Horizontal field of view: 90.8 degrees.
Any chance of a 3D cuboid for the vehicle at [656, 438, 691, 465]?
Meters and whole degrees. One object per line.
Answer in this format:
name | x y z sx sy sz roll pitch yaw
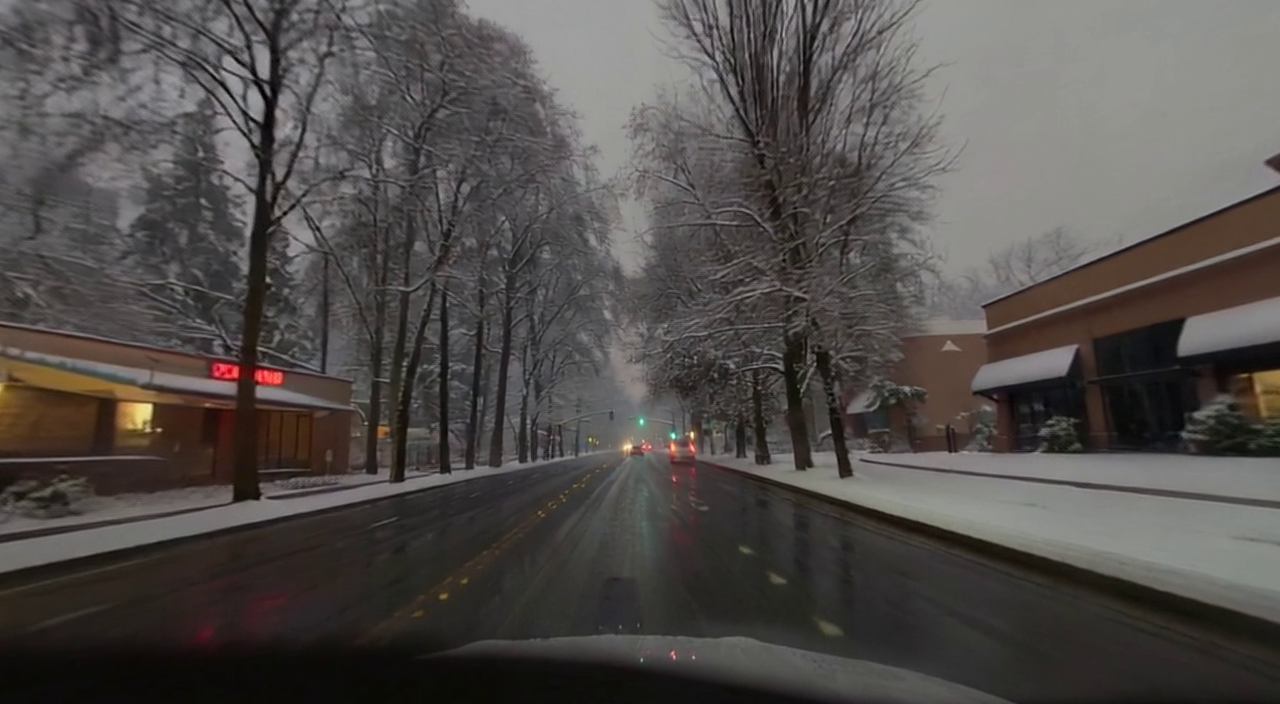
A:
vehicle | 2.567 7.851 49.907 2.268 1.954 5.213 0 -9 -2
